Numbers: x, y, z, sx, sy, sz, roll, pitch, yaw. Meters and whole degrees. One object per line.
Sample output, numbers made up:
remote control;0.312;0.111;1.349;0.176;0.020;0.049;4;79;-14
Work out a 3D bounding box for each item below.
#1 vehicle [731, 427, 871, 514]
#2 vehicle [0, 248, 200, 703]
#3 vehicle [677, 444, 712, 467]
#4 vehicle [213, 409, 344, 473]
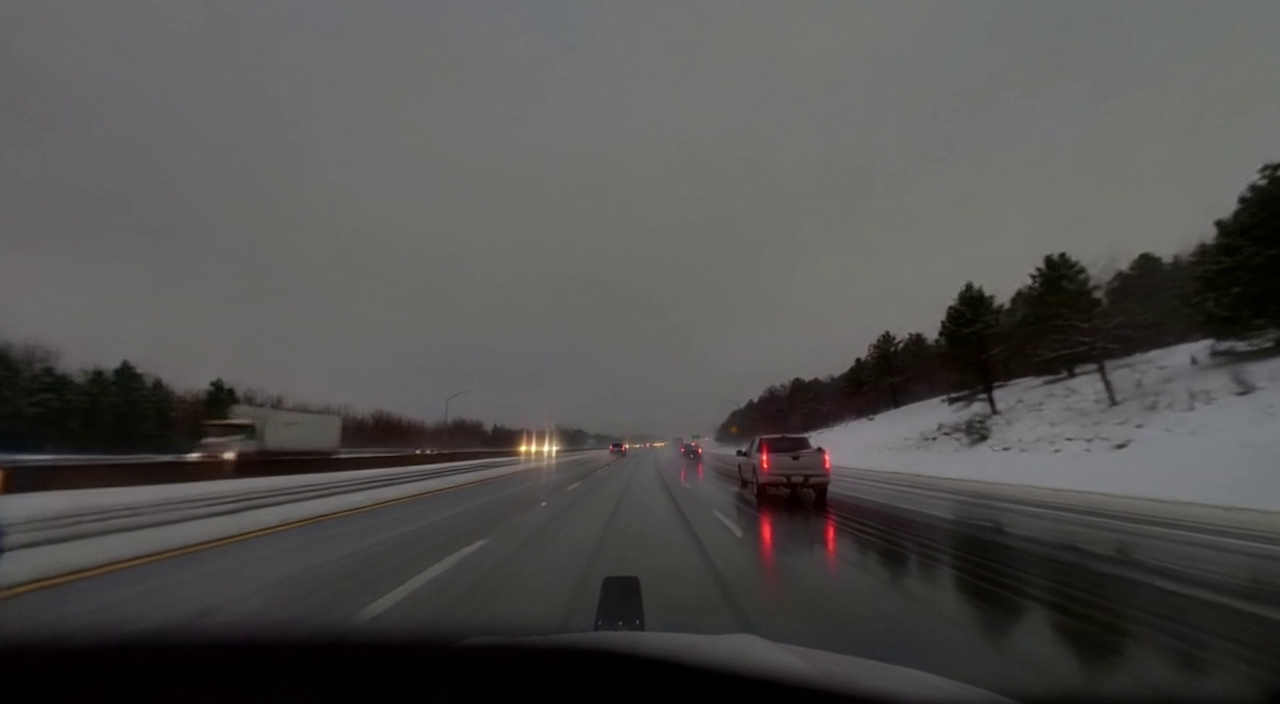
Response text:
vehicle;3.463;2.644;14.476;2.095;1.668;4.135;0;-9;0
vehicle;-4.021;0.346;0.684;2.496;2.203;6.317;0;-9;0
vehicle;3.758;7.208;44.002;2.047;1.501;4.237;0;-9;0
vehicle;-21.452;5.418;38.105;2.830;3.446;7.955;0;-9;3
